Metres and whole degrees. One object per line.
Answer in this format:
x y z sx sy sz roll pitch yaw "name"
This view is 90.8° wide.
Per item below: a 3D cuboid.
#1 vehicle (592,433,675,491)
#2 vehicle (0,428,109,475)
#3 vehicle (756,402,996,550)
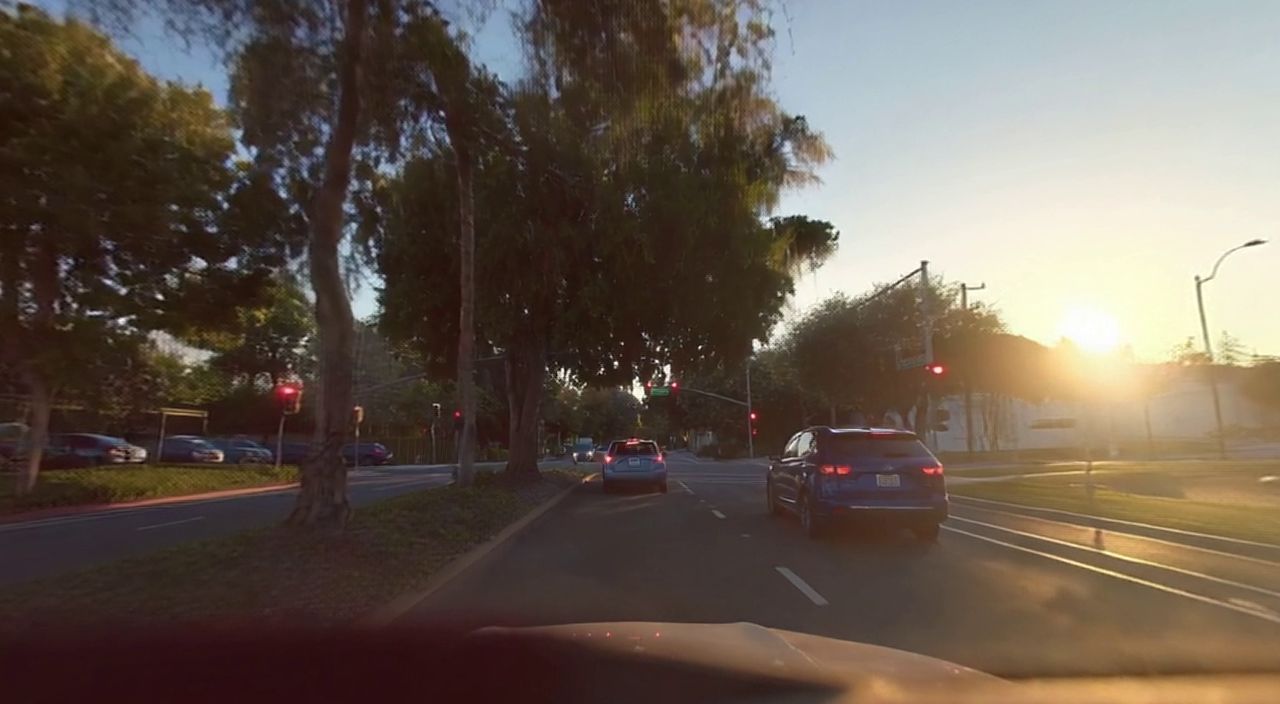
-0.186 3.261 19.076 2.177 1.512 4.682 0 -9 0 "vehicle"
-28.972 4.734 30.019 5.335 2.076 2.209 3 -10 -33 "vehicle"
3.240 1.818 9.835 2.046 1.768 4.370 0 -9 0 "vehicle"
